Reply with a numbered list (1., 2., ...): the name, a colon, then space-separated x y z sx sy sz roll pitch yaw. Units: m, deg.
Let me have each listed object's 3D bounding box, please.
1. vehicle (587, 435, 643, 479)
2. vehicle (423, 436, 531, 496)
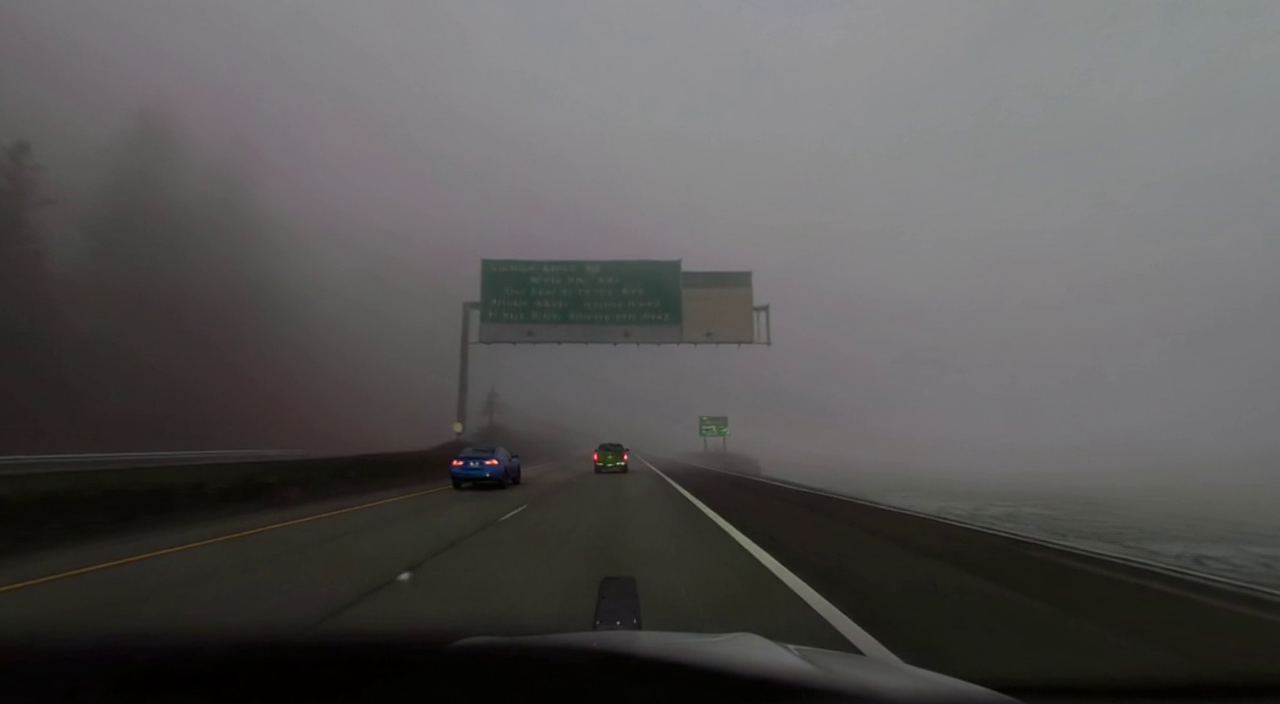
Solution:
1. vehicle: -1.035 4.478 26.866 2.220 1.711 4.056 0 -9 -1
2. vehicle: -4.859 3.471 19.462 2.103 1.588 4.709 -1 -9 0
